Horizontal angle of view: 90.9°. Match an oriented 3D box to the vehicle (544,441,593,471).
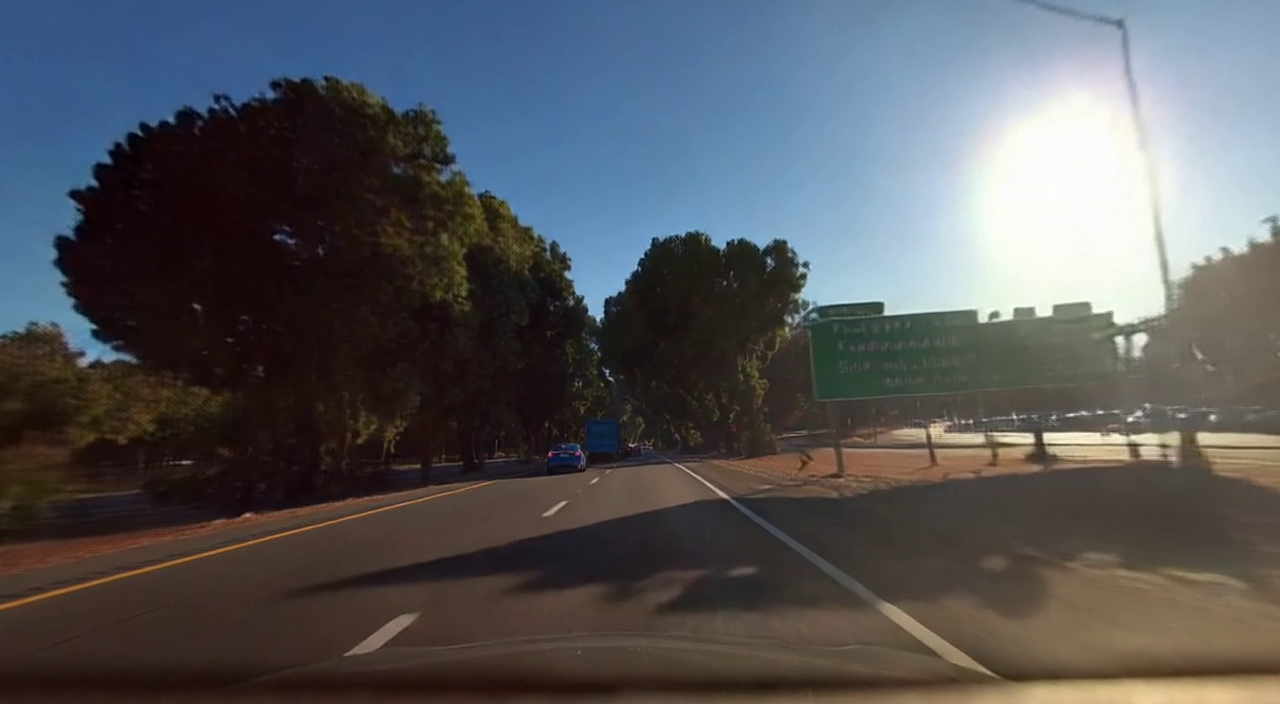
[{"bbox_3d":[-3.648,5.389,32.932,2.005,1.462,4.345,0,-8,0],"label":"vehicle"}]
